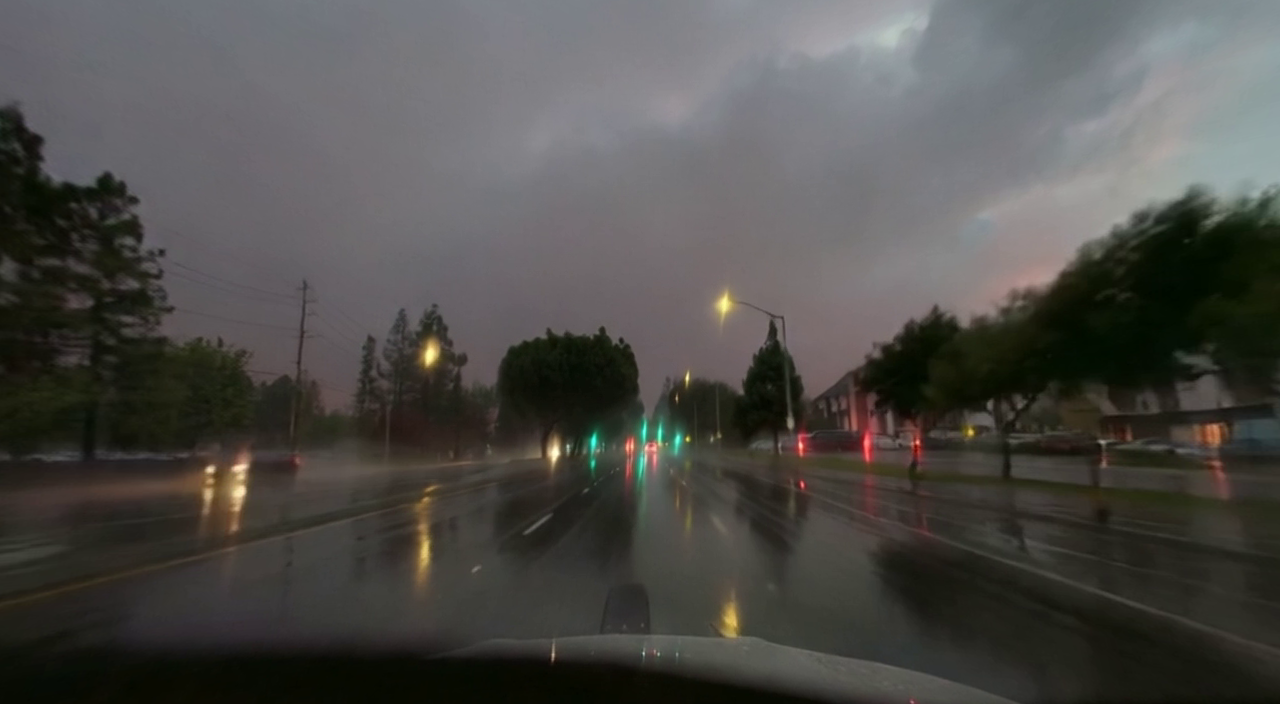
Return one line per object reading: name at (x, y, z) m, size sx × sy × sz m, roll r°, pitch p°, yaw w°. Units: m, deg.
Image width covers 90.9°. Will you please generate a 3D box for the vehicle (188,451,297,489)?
vehicle at (-18.308, 5.428, 29.336) m, size 1.874 × 1.467 × 4.649 m, roll -2°, pitch -8°, yaw 3°
